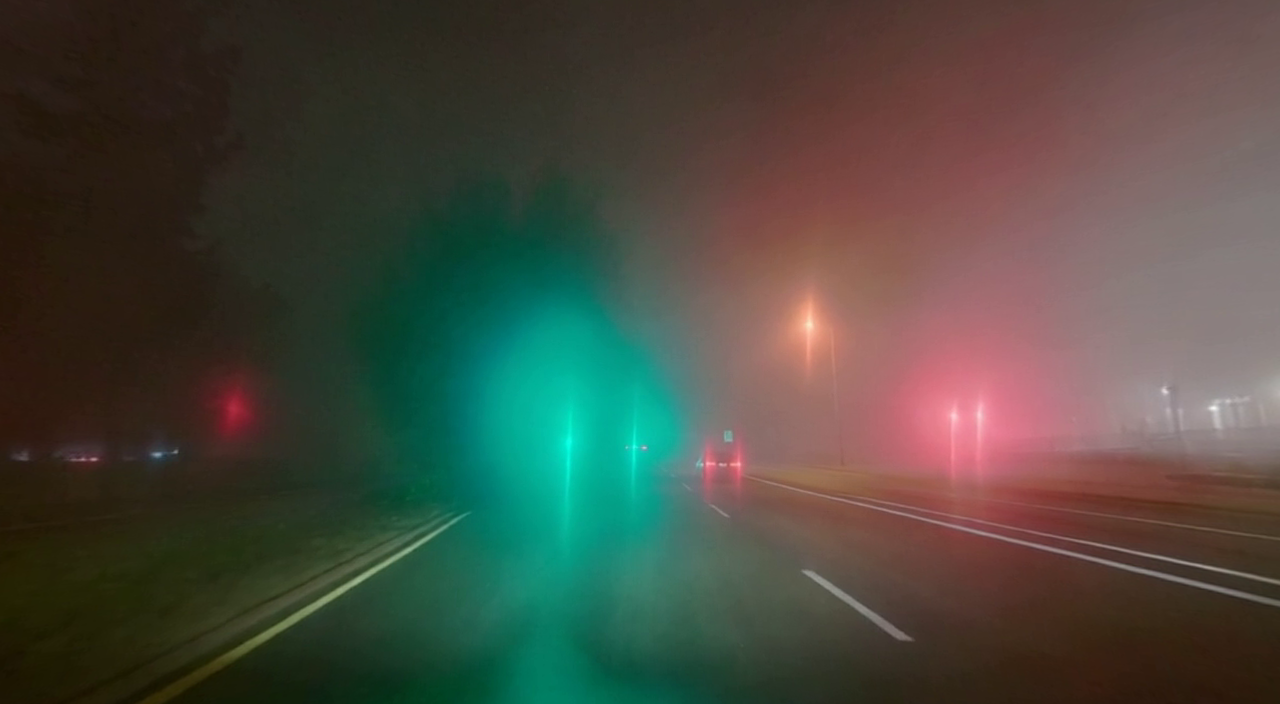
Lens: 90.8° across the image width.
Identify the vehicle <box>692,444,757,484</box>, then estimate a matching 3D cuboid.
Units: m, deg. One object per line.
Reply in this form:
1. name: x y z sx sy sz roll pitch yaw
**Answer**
1. vehicle: 3.364 4.541 25.960 1.948 1.479 4.620 0 -8 -1
